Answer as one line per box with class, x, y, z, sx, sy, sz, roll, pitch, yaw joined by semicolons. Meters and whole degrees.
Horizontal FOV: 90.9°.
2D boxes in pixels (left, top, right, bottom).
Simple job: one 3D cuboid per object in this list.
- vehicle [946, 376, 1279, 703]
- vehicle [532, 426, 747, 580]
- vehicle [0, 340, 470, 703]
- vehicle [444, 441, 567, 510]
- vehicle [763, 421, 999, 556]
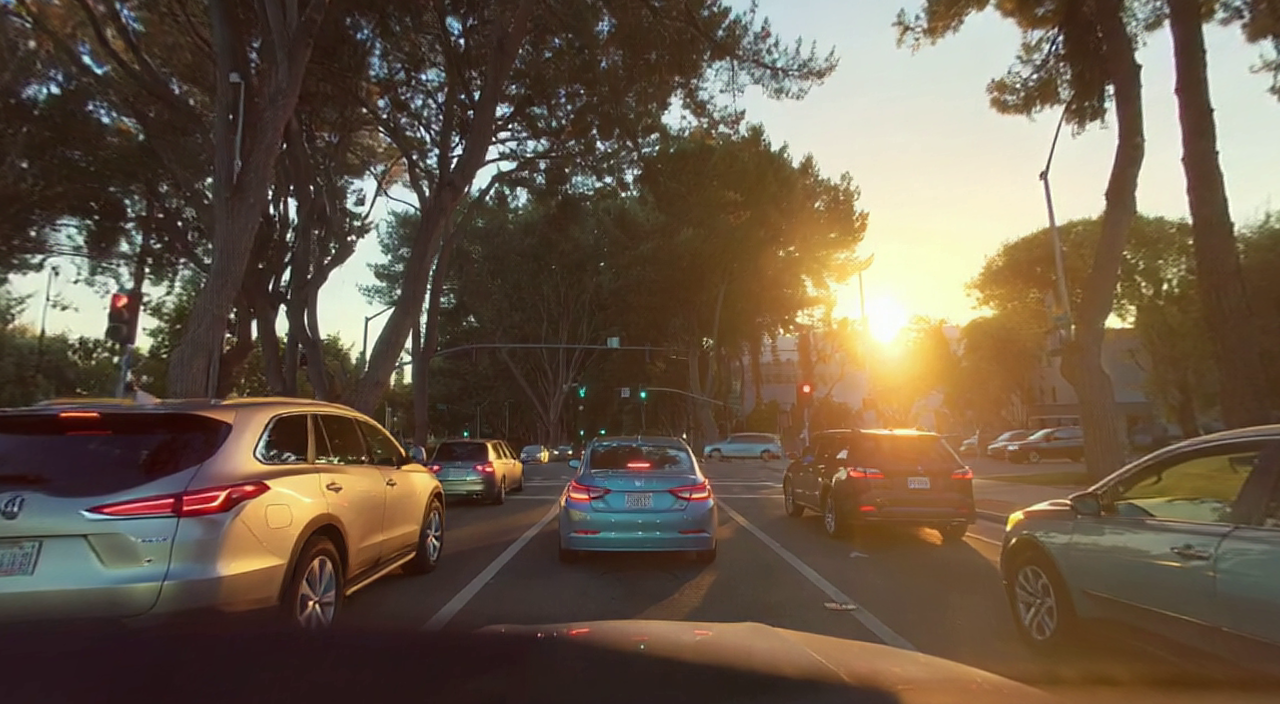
vehicle;3.320;0.960;2.825;1.899;1.588;3.888;0;-8;0
vehicle;-0.032;1.802;8.332;2.147;1.507;3.953;0;-9;-1
vehicle;-3.146;1.164;5.065;2.168;1.750;4.625;-1;-9;1
vehicle;-3.063;2.906;15.322;1.975;1.420;4.196;-1;-9;1
vehicle;3.410;2.018;10.037;2.040;1.647;4.379;0;-9;0
